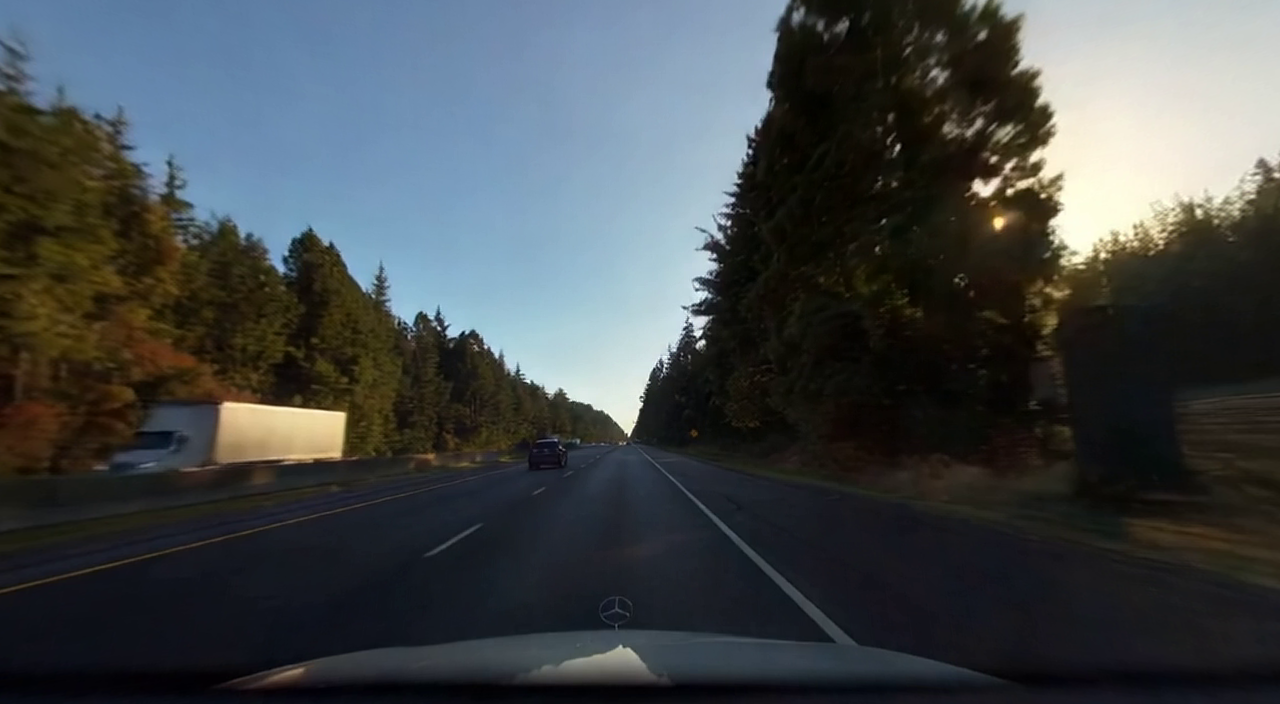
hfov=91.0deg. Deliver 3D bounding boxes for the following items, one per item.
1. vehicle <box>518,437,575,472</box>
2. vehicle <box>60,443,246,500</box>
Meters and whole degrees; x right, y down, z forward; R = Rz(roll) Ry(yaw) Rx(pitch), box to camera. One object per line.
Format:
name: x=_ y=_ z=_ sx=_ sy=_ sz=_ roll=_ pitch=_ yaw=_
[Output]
vehicle: x=-4.574 y=5.090 z=31.552 sx=2.202 sy=1.587 sz=4.754 roll=-1 pitch=-8 yaw=-1
vehicle: x=-17.014 y=4.146 z=22.537 sx=2.207 sy=1.701 sz=5.672 roll=-1 pitch=-8 yaw=-1
